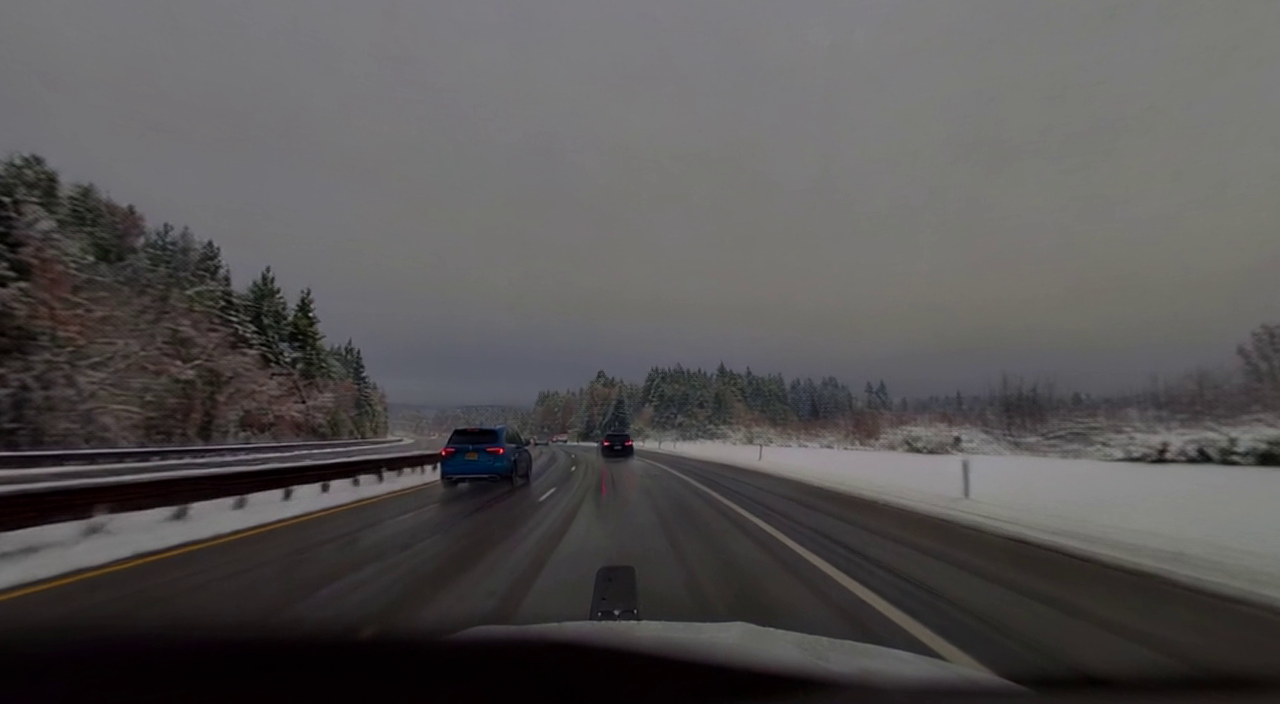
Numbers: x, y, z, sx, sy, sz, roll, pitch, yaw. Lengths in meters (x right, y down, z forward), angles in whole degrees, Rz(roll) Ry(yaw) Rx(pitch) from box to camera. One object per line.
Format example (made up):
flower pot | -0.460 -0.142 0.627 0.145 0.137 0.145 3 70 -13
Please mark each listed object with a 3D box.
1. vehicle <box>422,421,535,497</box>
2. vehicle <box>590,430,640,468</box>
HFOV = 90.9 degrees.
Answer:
vehicle | -4.338 2.952 17.821 2.053 1.847 4.760 0 -8 -2
vehicle | -1.395 5.074 33.292 2.452 1.857 4.022 1 -8 -5
